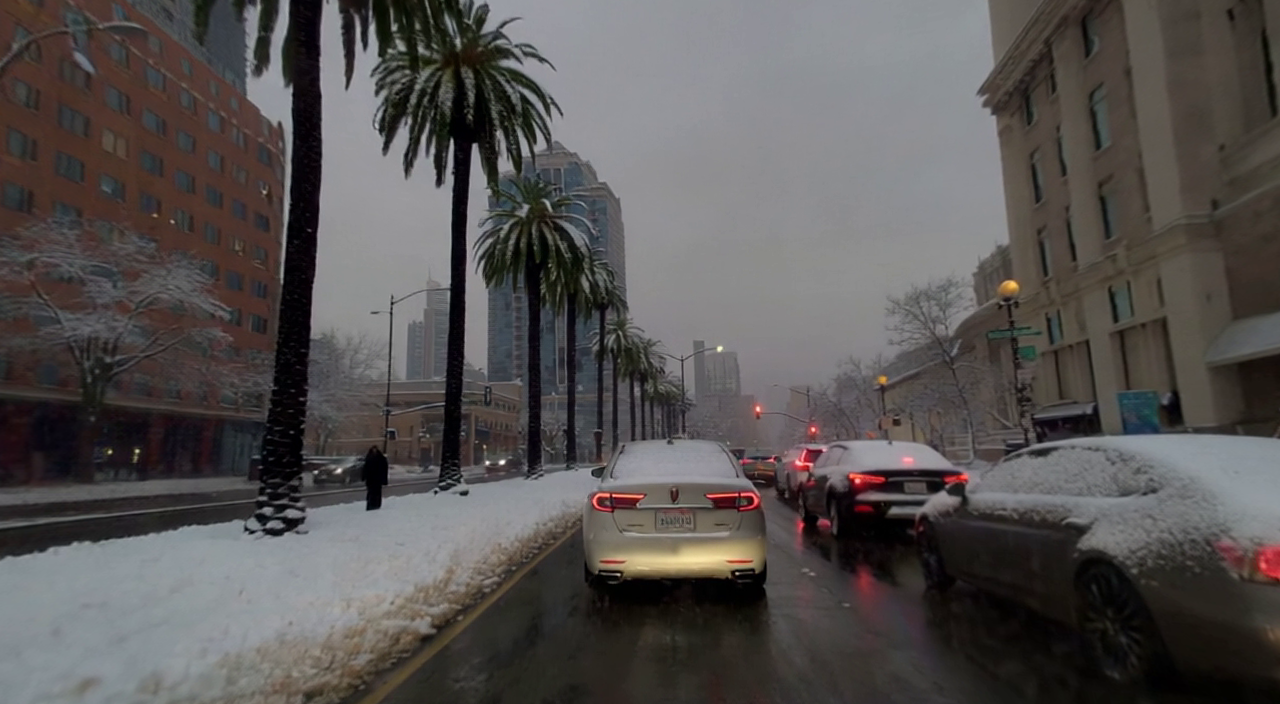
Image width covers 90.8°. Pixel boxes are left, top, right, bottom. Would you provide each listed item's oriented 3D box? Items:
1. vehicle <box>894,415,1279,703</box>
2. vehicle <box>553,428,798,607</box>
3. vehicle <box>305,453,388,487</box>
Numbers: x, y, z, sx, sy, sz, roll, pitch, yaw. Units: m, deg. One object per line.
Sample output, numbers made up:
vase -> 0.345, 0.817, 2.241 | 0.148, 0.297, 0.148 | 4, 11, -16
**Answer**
vehicle -> 3.642, 1.297, 4.576 | 1.913, 1.469, 4.425 | -1, -9, 3
vehicle -> 0.337, 1.691, 7.281 | 2.078, 1.503, 3.681 | 0, -9, 1
vehicle -> -14.787, 5.954, 32.085 | 1.801, 1.563, 4.015 | -2, -9, 9
